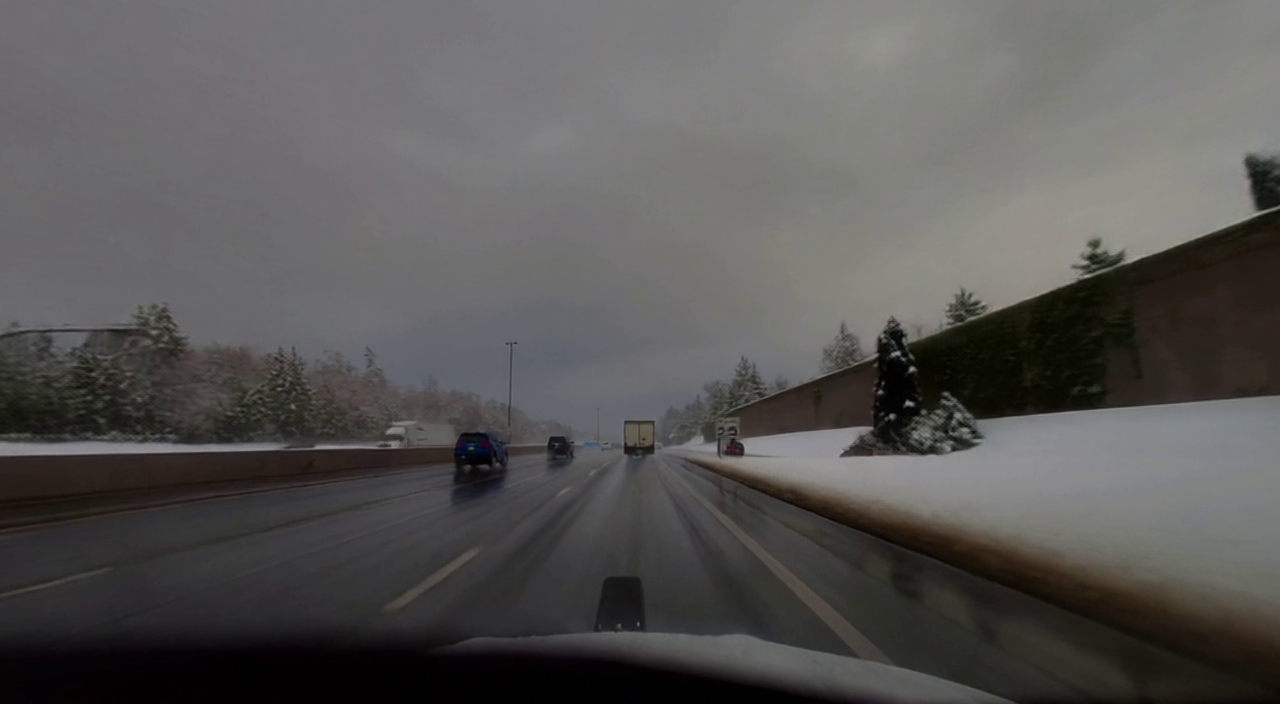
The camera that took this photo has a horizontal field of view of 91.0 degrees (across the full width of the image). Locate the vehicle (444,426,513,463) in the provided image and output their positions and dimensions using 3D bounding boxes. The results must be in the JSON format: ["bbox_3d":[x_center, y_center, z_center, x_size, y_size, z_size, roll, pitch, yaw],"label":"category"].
[{"bbox_3d":[-10.246,5.988,40.605,2.571,2.169,6.443,0,-9,1],"label":"vehicle"}]

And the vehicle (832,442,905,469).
[{"bbox_3d":[13.684,6.223,38.038,2.075,1.510,4.569,1,-9,-9],"label":"vehicle"}]
